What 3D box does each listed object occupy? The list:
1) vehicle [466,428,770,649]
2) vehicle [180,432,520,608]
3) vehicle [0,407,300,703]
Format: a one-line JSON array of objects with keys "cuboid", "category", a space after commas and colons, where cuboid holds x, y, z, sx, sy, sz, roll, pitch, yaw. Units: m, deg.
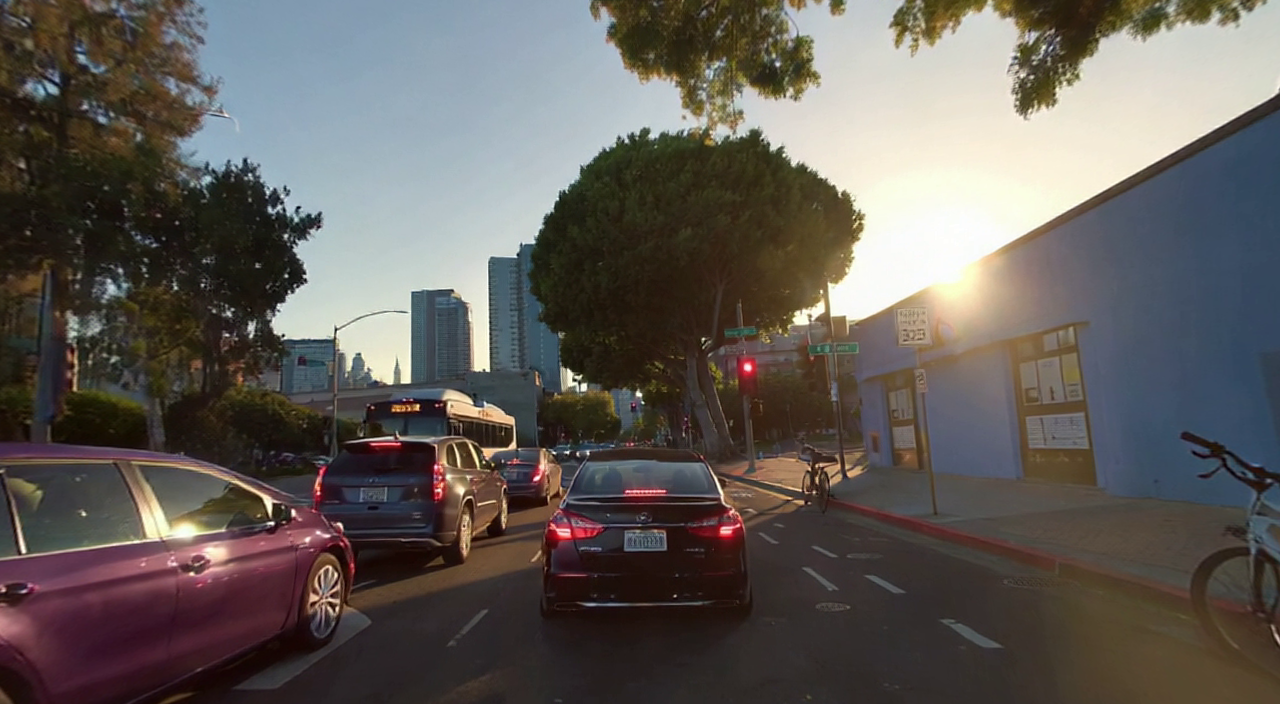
[{"cuboid": [-0.135, 1.530, 6.169, 2.031, 1.461, 3.763, 0, -8, 0], "category": "vehicle"}, {"cuboid": [-2.908, 1.756, 7.635, 1.944, 1.481, 4.385, 0, -8, 1], "category": "vehicle"}, {"cuboid": [-3.171, 0.876, 1.730, 1.867, 1.486, 4.452, 0, -8, 2], "category": "vehicle"}]
